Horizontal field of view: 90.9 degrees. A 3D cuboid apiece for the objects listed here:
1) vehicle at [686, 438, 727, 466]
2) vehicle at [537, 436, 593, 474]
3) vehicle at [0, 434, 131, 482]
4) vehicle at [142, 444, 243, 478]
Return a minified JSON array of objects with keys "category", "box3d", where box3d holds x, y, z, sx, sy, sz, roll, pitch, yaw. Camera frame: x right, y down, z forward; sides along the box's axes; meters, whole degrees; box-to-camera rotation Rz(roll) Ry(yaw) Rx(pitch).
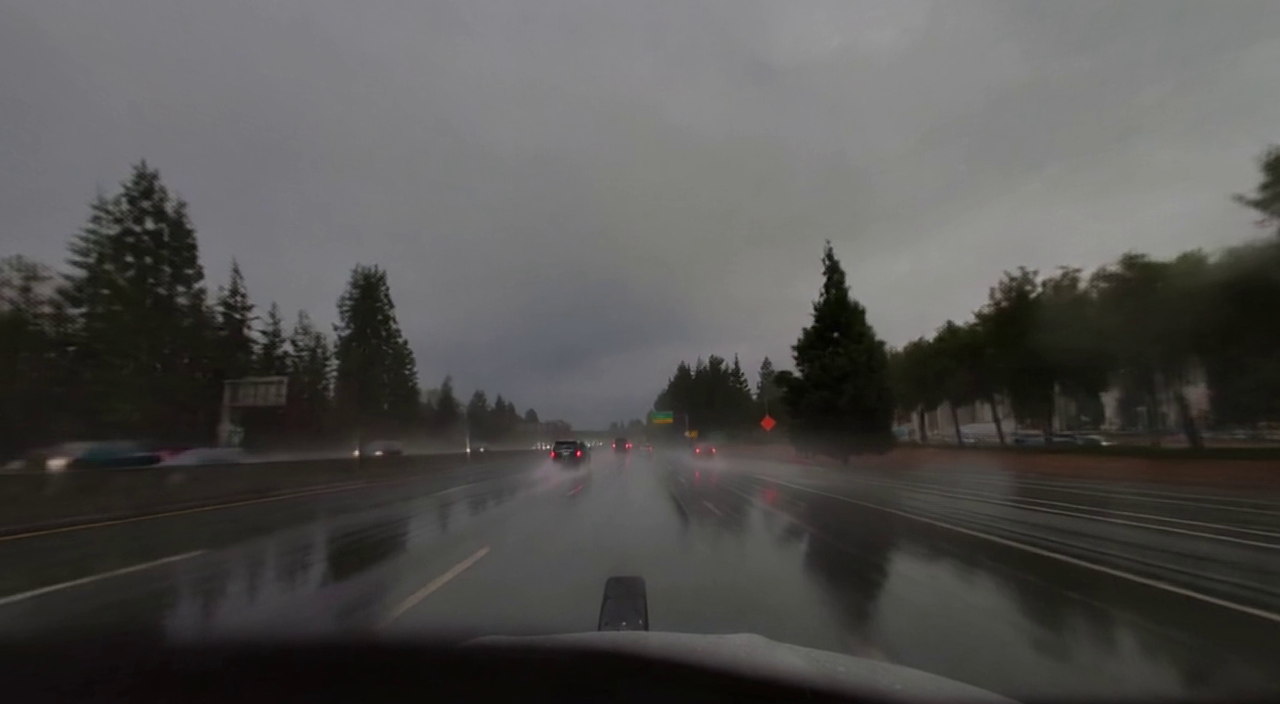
[{"category":"vehicle","box3d":[4.420,6.680,42.353,2.229,1.704,4.392,0,-8,0]},{"category":"vehicle","box3d":[-3.640,5.093,31.462,2.196,1.733,4.355,0,-8,1]},{"category":"vehicle","box3d":[-24.748,4.349,26.262,2.203,1.783,5.772,0,-8,1]},{"category":"vehicle","box3d":[-20.777,5.040,29.493,1.867,1.429,3.776,0,-8,1]}]
